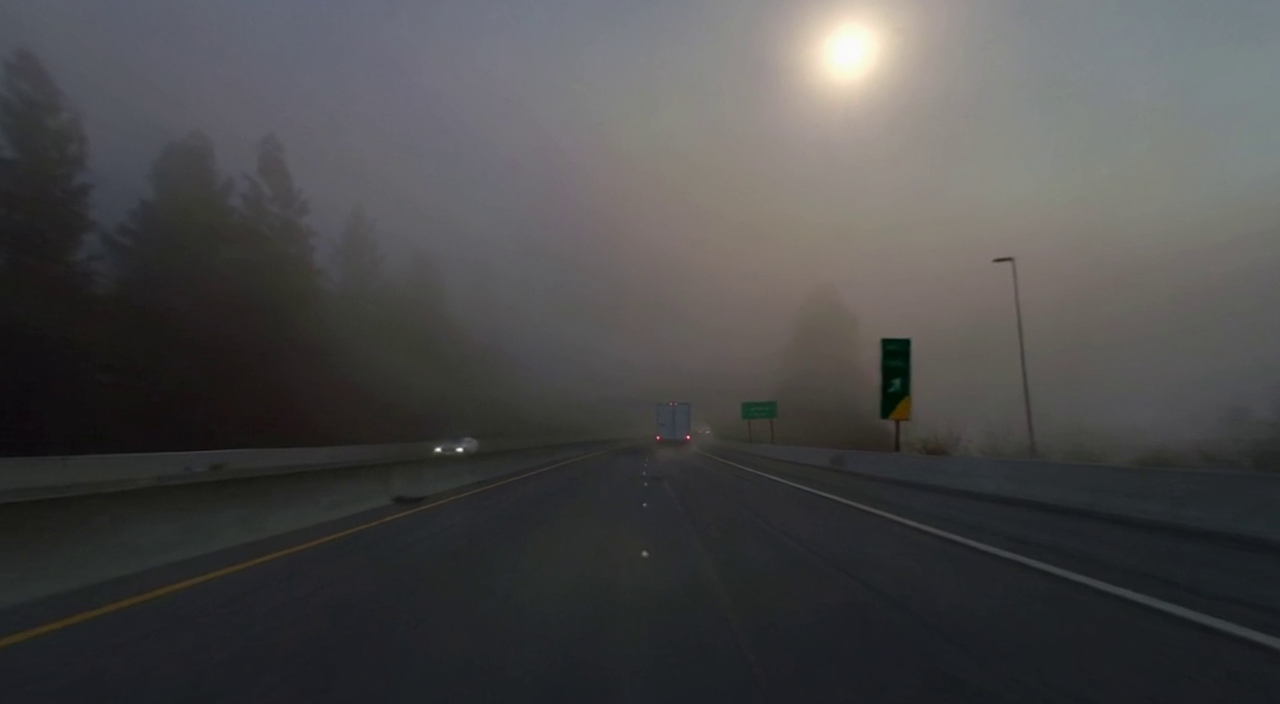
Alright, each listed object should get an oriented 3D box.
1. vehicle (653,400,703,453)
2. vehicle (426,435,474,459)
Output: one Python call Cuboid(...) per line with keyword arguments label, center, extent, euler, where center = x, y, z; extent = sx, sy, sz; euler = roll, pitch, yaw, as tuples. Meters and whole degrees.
Cuboid(label="vehicle", center=(2.757, 5.822, 48.702), extent=(3.200, 3.651, 8.416), euler=(0, -8, -1))
Cuboid(label="vehicle", center=(-13.917, 6.980, 46.474), extent=(2.112, 1.654, 4.481), euler=(-1, -8, 1))
